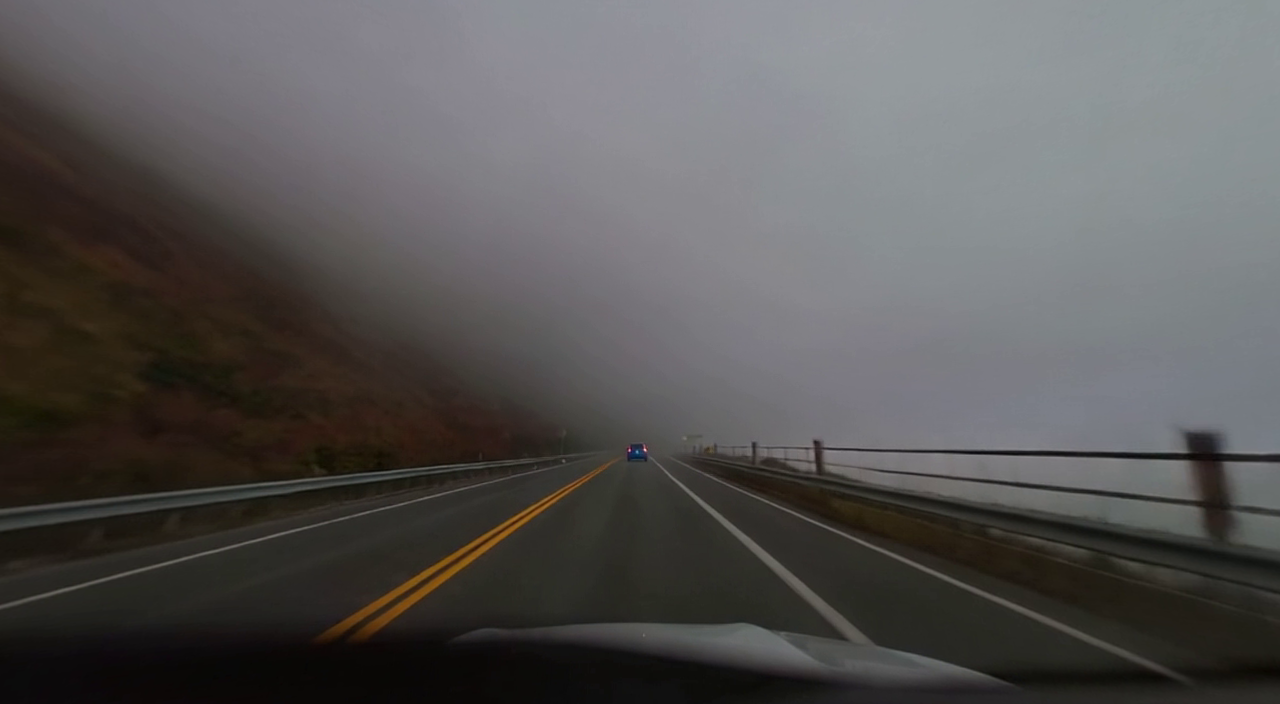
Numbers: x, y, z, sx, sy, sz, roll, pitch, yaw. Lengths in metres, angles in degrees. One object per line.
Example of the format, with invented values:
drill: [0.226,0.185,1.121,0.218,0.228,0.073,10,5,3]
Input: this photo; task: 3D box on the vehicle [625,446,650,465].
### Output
vehicle: [-0.233,8.132,49.670,1.912,1.430,3.811,0,-9,-1]
